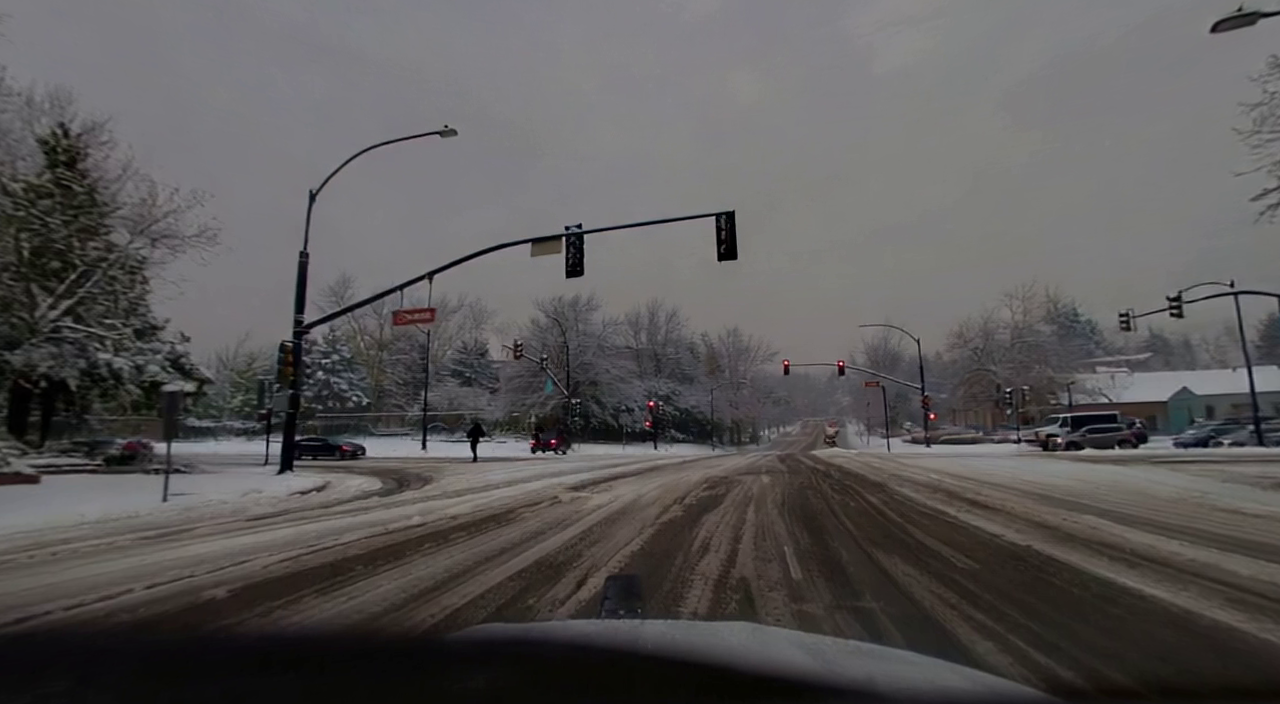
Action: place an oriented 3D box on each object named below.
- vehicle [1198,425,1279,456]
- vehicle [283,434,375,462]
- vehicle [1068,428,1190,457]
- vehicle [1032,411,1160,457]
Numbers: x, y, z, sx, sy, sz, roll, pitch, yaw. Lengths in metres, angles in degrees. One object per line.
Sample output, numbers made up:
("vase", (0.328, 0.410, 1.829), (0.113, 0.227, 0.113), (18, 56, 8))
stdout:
("vehicle", (36.954, 5.302, 37.751), (4.896, 1.729, 1.952), (-2, -9, 12))
("vehicle", (-17.178, 5.328, 34.931), (4.265, 1.493, 1.871), (-2, -9, 13))
("vehicle", (26.117, 4.857, 33.903), (4.740, 1.464, 1.876), (-2, -9, 11))
("vehicle", (28.634, 5.219, 39.950), (5.855, 2.746, 2.523), (-2, -9, 12))
